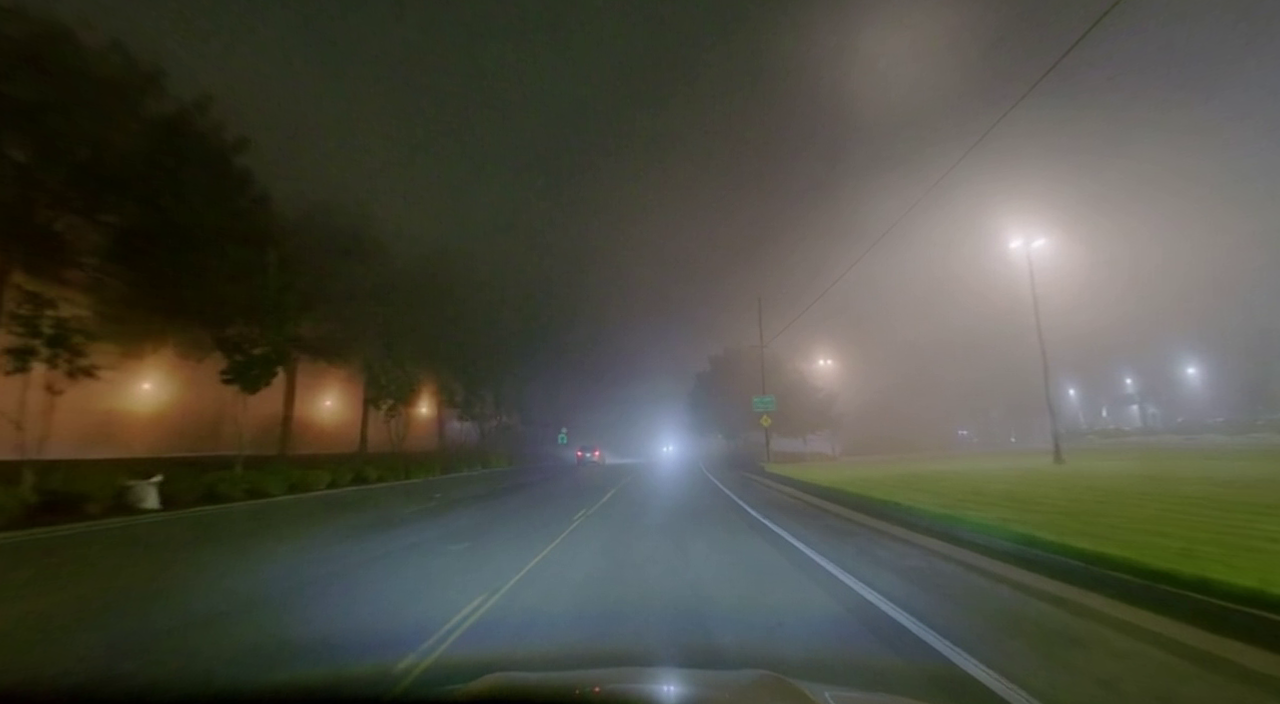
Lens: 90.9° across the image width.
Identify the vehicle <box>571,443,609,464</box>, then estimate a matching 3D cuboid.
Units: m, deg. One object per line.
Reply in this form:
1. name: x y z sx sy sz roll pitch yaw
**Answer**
1. vehicle: -3.604 7.375 46.029 1.945 1.461 4.605 -1 -9 6
